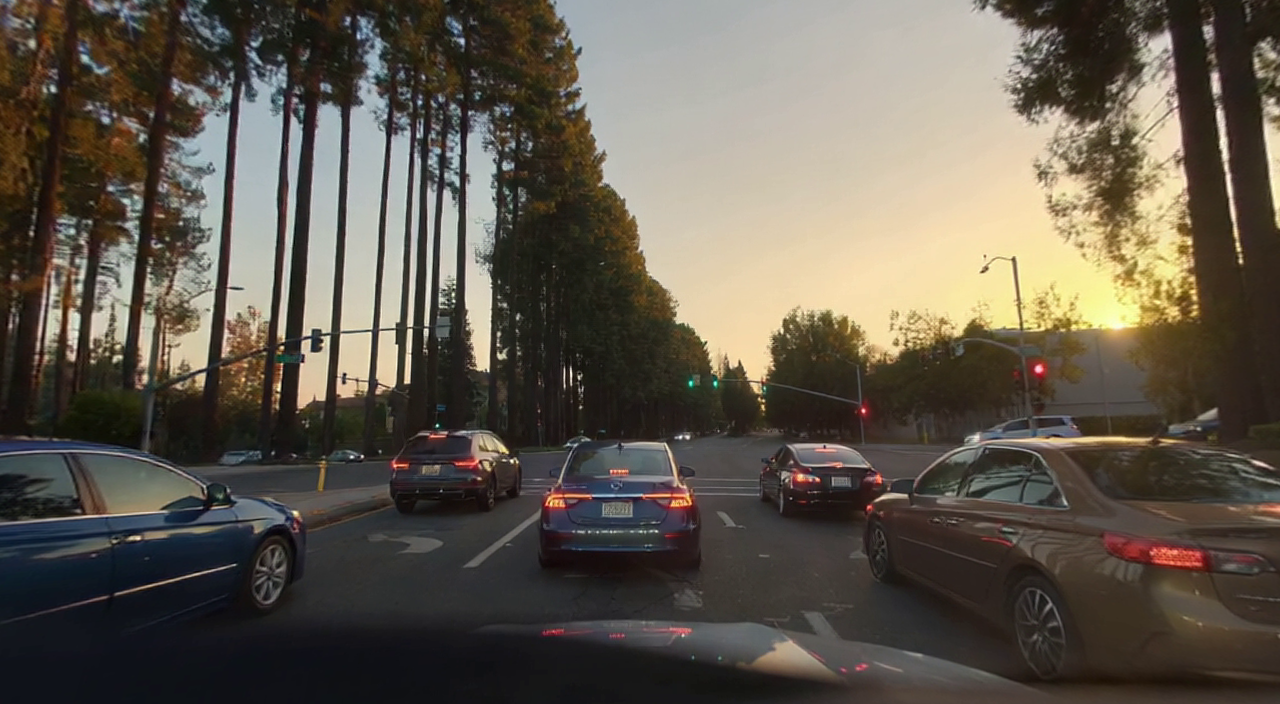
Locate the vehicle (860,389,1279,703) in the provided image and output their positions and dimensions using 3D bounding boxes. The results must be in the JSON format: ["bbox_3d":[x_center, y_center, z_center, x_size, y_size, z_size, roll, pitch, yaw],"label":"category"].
[{"bbox_3d":[3.134,1.151,4.055,1.903,1.480,4.270,0,-8,0],"label":"vehicle"}]

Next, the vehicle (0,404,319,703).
[{"bbox_3d":[-3.645,1.023,3.003,1.935,1.482,4.433,0,-8,-1],"label":"vehicle"}]

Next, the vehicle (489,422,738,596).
[{"bbox_3d":[-0.264,1.644,7.429,2.147,1.479,3.803,0,-8,-1],"label":"vehicle"}]

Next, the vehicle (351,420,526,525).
[{"bbox_3d":[-3.731,2.315,12.616,1.961,1.714,4.268,0,-8,2],"label":"vehicle"}]

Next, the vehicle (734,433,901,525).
[{"bbox_3d":[3.180,2.337,12.327,1.975,1.460,4.357,0,-8,0],"label":"vehicle"}]
